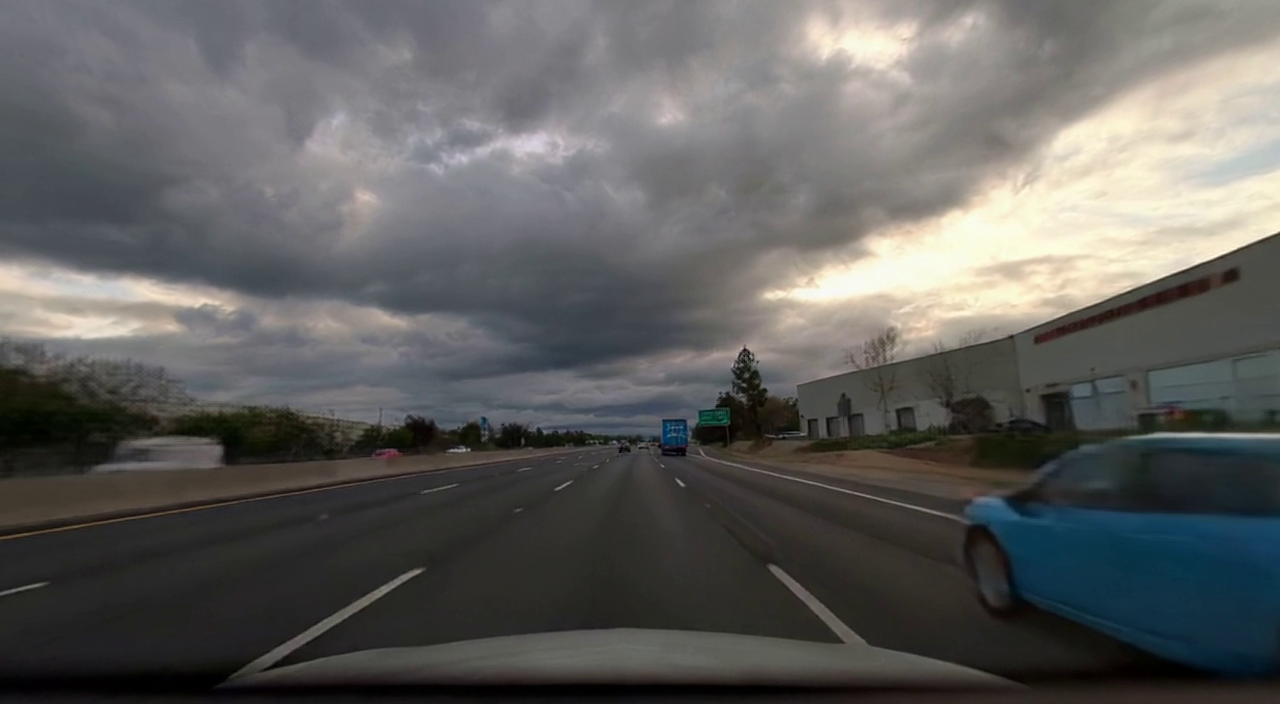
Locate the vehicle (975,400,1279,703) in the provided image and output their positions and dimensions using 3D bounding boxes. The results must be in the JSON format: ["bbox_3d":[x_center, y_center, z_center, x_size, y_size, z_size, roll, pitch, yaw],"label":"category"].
[{"bbox_3d":[3.705,0.987,2.935,2.048,1.482,3.956,0,-8,-1],"label":"vehicle"}]
